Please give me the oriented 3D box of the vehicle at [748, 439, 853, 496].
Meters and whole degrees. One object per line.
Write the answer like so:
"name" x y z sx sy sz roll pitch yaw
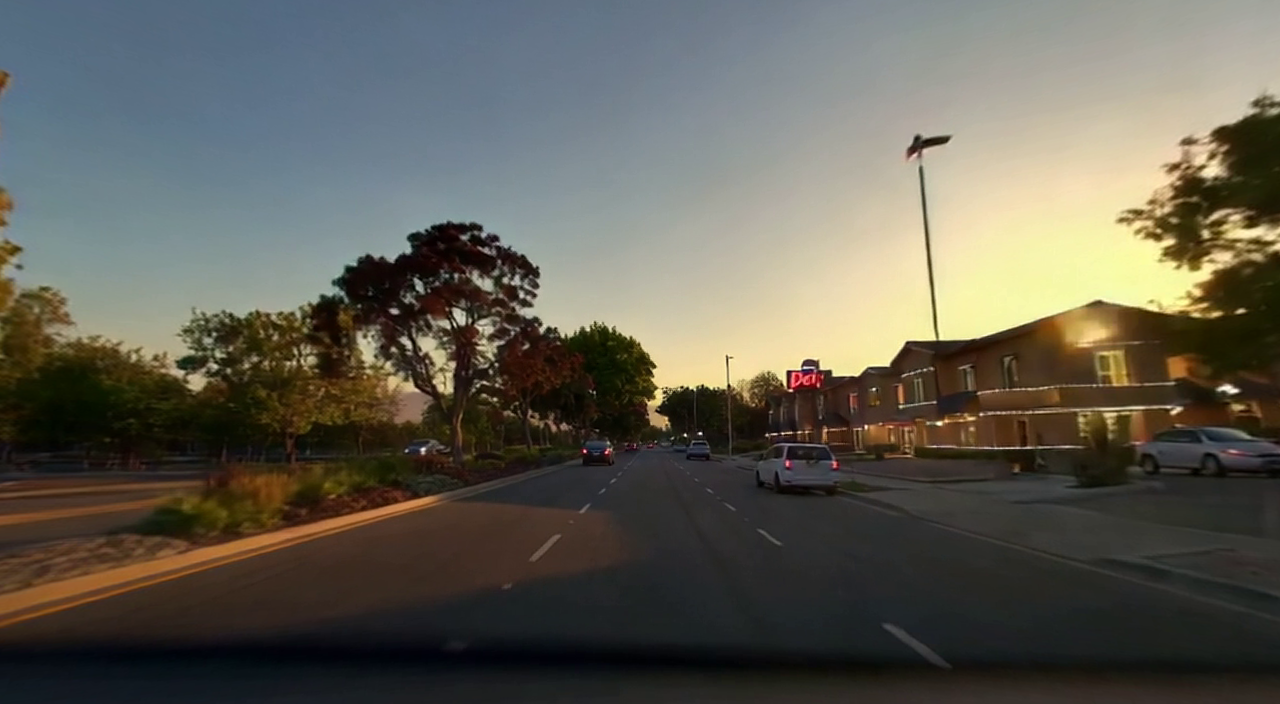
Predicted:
"vehicle" 4.631 3.379 18.897 2.025 1.500 4.465 0 -8 1

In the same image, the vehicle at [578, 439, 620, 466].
"vehicle" -2.449 6.146 38.648 2.176 1.543 4.335 0 -8 1

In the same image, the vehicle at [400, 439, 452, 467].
"vehicle" -14.367 6.776 42.507 1.973 1.742 4.024 0 -8 1

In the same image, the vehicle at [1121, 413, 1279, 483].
"vehicle" 15.828 2.536 16.740 2.259 1.602 4.606 0 -8 -4
